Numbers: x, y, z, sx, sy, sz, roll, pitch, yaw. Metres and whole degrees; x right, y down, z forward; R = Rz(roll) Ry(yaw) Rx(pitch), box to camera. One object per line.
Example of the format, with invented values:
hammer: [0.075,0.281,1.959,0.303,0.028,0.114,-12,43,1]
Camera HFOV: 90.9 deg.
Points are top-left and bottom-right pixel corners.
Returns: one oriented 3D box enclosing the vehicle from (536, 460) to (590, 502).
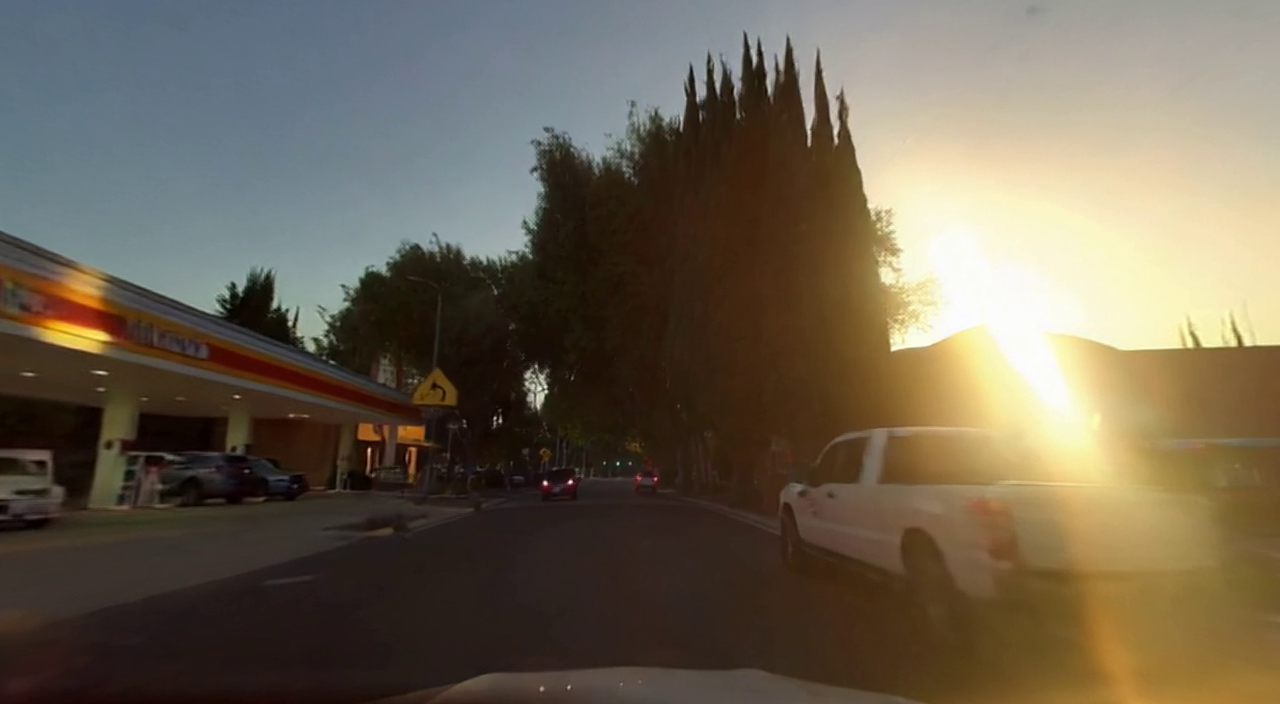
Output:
vehicle: [-3.732,6.397,31.469,2.165,1.889,4.825,1,-11,-1]

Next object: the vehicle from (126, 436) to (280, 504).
vehicle: [-13.744,3.718,20.200,2.062,1.889,4.115,2,-9,-4]

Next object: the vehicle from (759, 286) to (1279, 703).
vehicle: [3.246,1.493,6.641,2.472,2.484,6.609,1,-11,-2]
